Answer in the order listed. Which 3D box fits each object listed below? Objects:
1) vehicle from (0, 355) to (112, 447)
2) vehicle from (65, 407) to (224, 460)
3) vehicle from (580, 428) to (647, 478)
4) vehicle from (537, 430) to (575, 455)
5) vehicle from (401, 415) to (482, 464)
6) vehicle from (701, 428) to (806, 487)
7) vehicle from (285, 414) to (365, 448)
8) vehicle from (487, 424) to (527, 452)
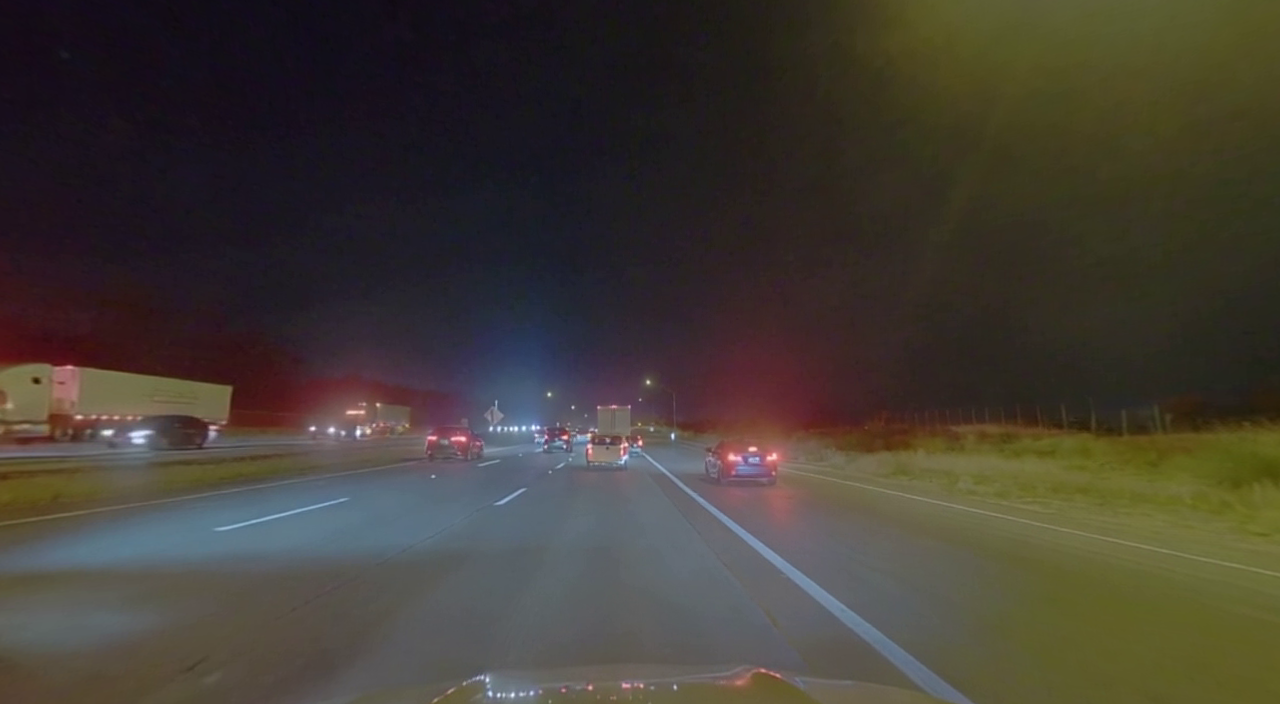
[{"bbox_3d":[-28.237,2.392,28.999,2.908,3.868,5.411,1,-8,-3],"label":"vehicle"},{"bbox_3d":[-15.543,2.615,20.052,1.903,1.506,3.980,0,-8,-2],"label":"vehicle"},{"bbox_3d":[-0.861,3.251,20.632,1.980,1.478,3.758,0,-8,-2],"label":"vehicle"},{"bbox_3d":[-5.342,5.818,40.508,2.046,1.493,4.384,0,-8,-2],"label":"vehicle"},{"bbox_3d":[-8.713,3.883,28.048,2.158,1.943,4.662,0,-8,-1],"label":"vehicle"},{"bbox_3d":[3.107,2.978,18.233,1.981,1.474,4.396,0,-8,-4],"label":"vehicle"},{"bbox_3d":[-15.786,4.009,31.766,1.993,1.617,4.277,0,-8,-3],"label":"vehicle"},{"bbox_3d":[-9.453,6.153,44.977,1.992,1.838,4.493,0,-8,-2],"label":"vehicle"}]
